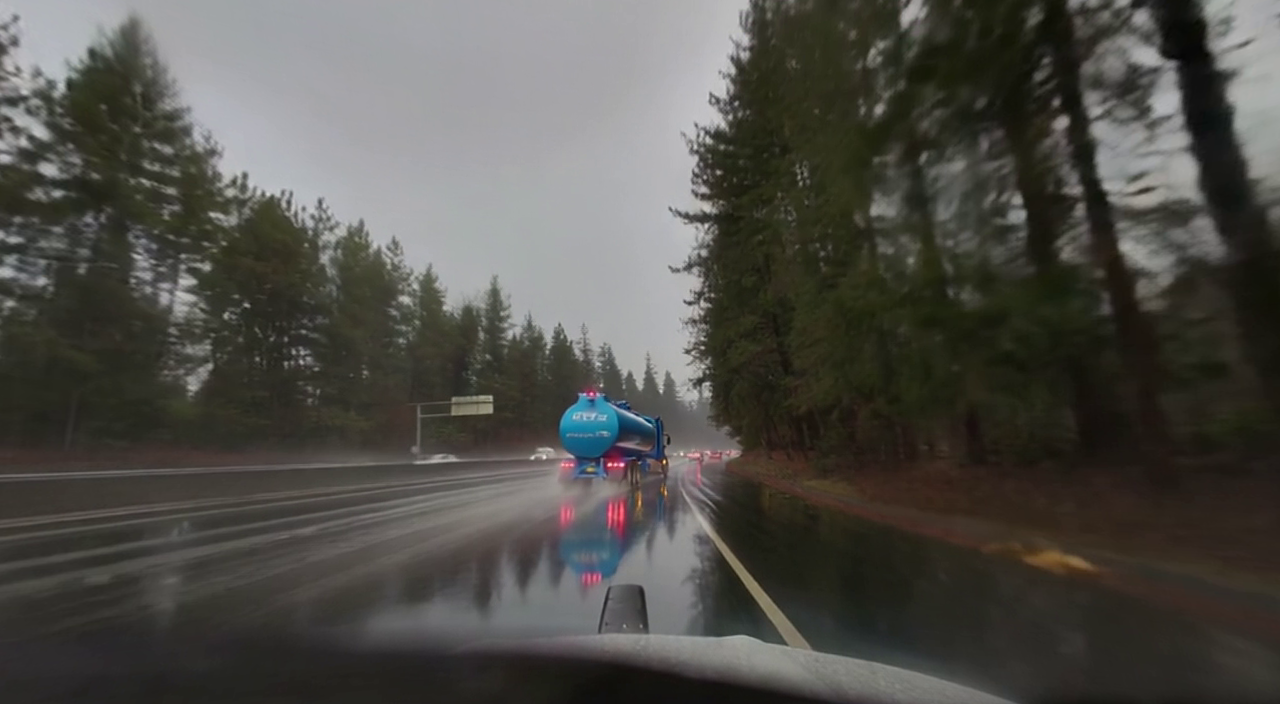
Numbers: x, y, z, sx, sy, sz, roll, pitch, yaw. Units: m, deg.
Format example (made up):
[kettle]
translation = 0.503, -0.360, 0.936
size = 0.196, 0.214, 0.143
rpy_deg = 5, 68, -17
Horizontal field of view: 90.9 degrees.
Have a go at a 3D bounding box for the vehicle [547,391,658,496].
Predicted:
[vehicle]
translation = -1.196, 4.289, 29.554
size = 2.907, 3.747, 13.318
rpy_deg = -1, -8, 6
